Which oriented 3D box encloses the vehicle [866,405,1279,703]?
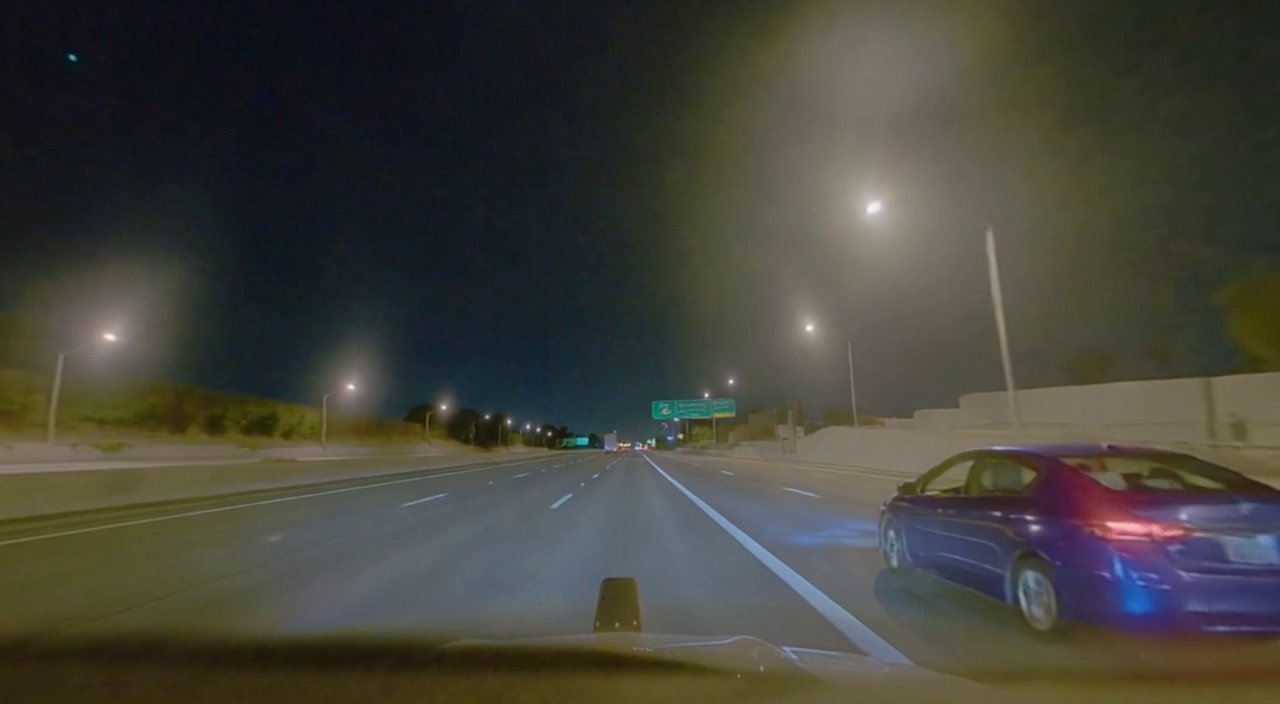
[{"bbox_3d":[3.416,1.227,4.276,1.989,1.479,4.670,0,-9,-1],"label":"vehicle"}]
